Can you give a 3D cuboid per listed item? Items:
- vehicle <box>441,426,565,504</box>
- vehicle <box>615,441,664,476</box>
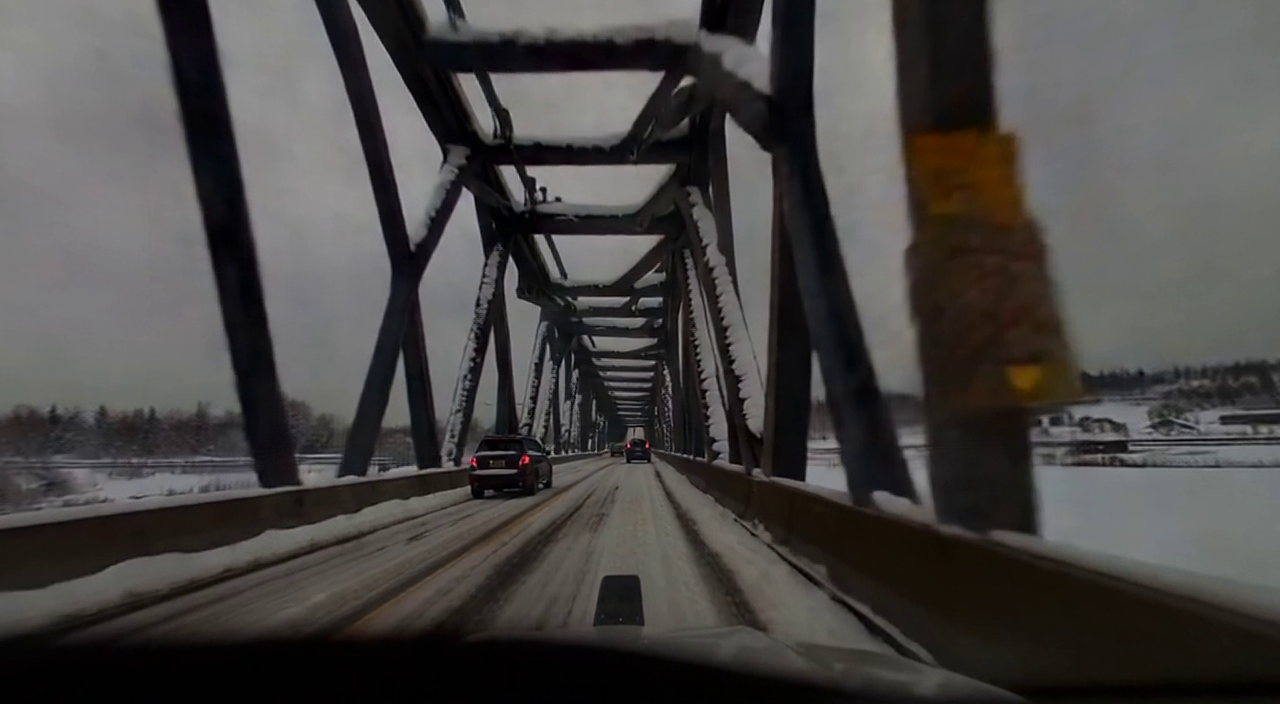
[{"bbox_3d":[-3.495,2.993,17.203,2.190,1.807,4.741,0,-9,1],"label":"vehicle"},{"bbox_3d":[-0.041,4.797,28.642,2.048,1.450,3.973,0,-8,-1],"label":"vehicle"}]
